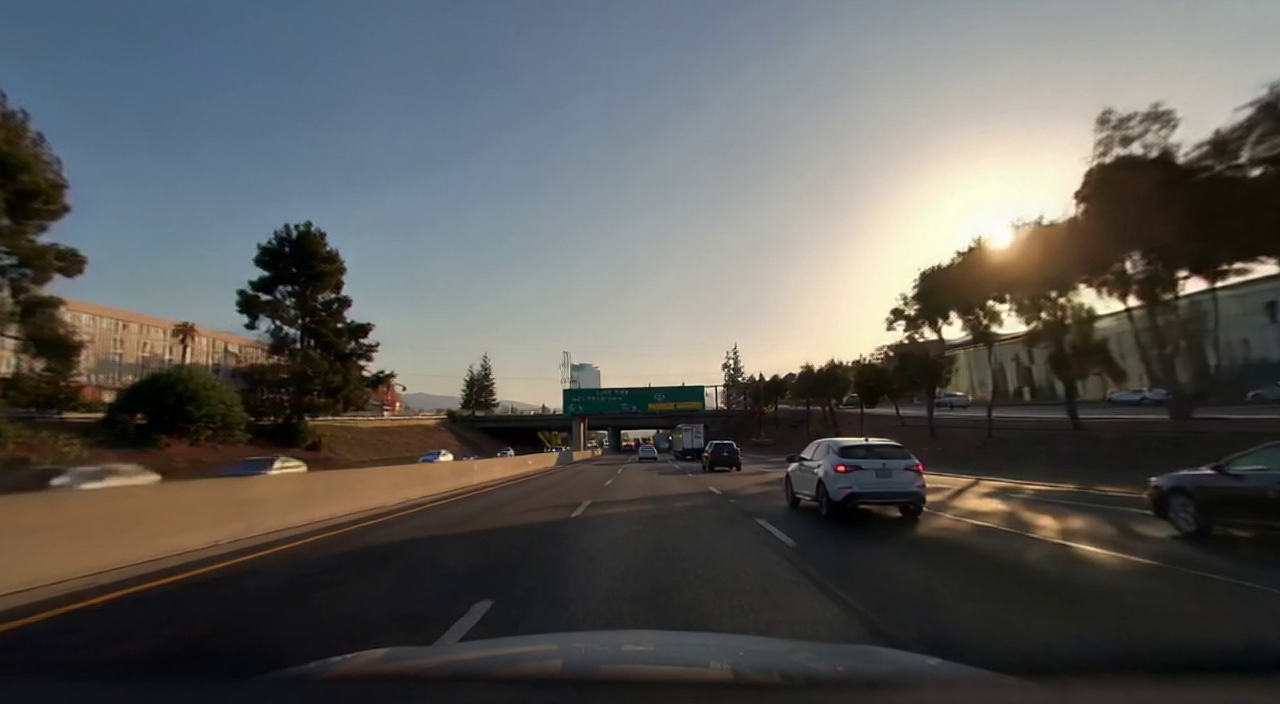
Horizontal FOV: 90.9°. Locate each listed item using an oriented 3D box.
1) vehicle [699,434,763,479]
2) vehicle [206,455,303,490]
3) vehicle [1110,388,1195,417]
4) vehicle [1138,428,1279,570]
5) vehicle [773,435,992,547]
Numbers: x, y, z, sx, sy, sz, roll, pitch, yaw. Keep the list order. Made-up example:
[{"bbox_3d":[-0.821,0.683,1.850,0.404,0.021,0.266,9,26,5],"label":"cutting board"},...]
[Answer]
[{"bbox_3d":[4.003,4.695,28.660,2.086,1.858,4.737,0,-8,-1],"label":"vehicle"},{"bbox_3d":[-18.611,5.789,30.698,1.913,1.484,4.502,0,-8,-1],"label":"vehicle"},{"bbox_3d":[35.334,3.552,43.671,2.024,1.757,4.696,0,-8,2],"label":"vehicle"},{"bbox_3d":[7.669,1.488,6.246,1.919,1.476,4.303,0,-8,0],"label":"vehicle"},{"bbox_3d":[3.718,2.193,10.716,1.902,1.481,4.451,0,-8,-1],"label":"vehicle"}]
